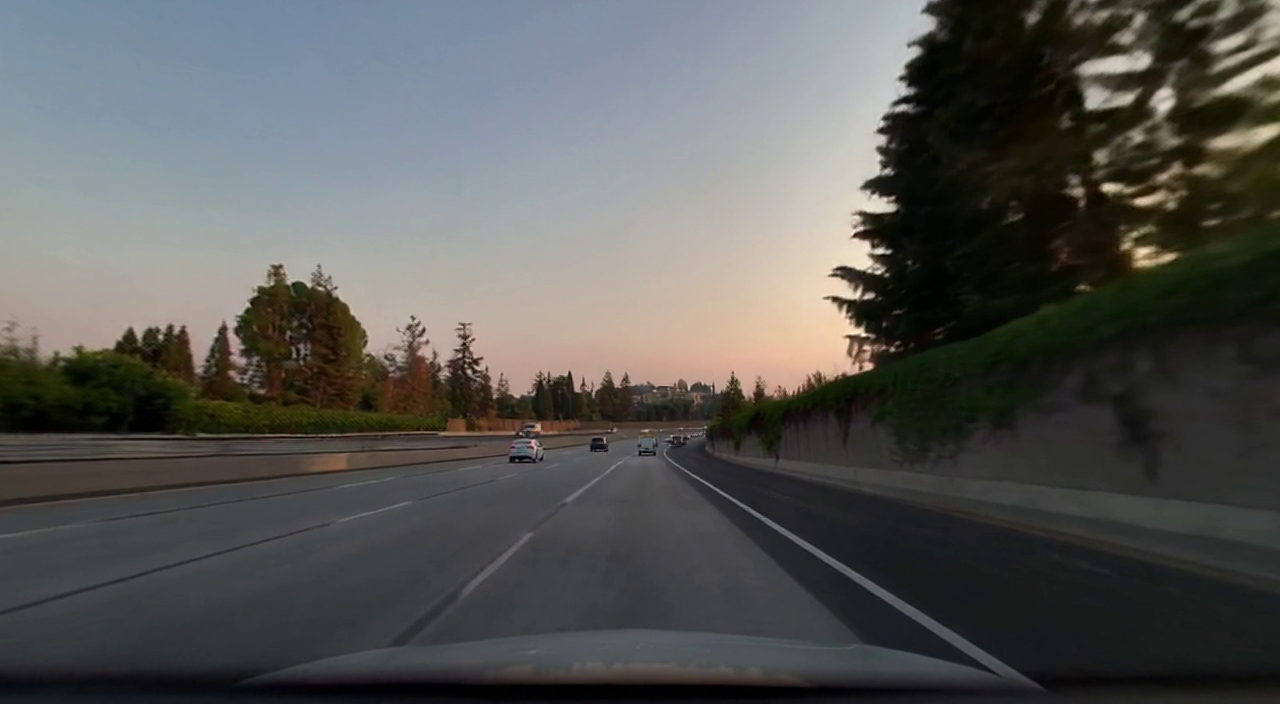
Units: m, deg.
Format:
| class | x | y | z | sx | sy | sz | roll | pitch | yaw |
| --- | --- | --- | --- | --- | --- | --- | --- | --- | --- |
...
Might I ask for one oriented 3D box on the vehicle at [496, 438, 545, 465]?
| class | x | y | z | sx | sy | sz | roll | pitch | yaw |
| --- | --- | --- | --- | --- | --- | --- | --- | --- | --- |
| vehicle | -6.993 | 5.878 | 37.320 | 1.966 | 1.488 | 4.243 | 0 | -8 | 1 |
